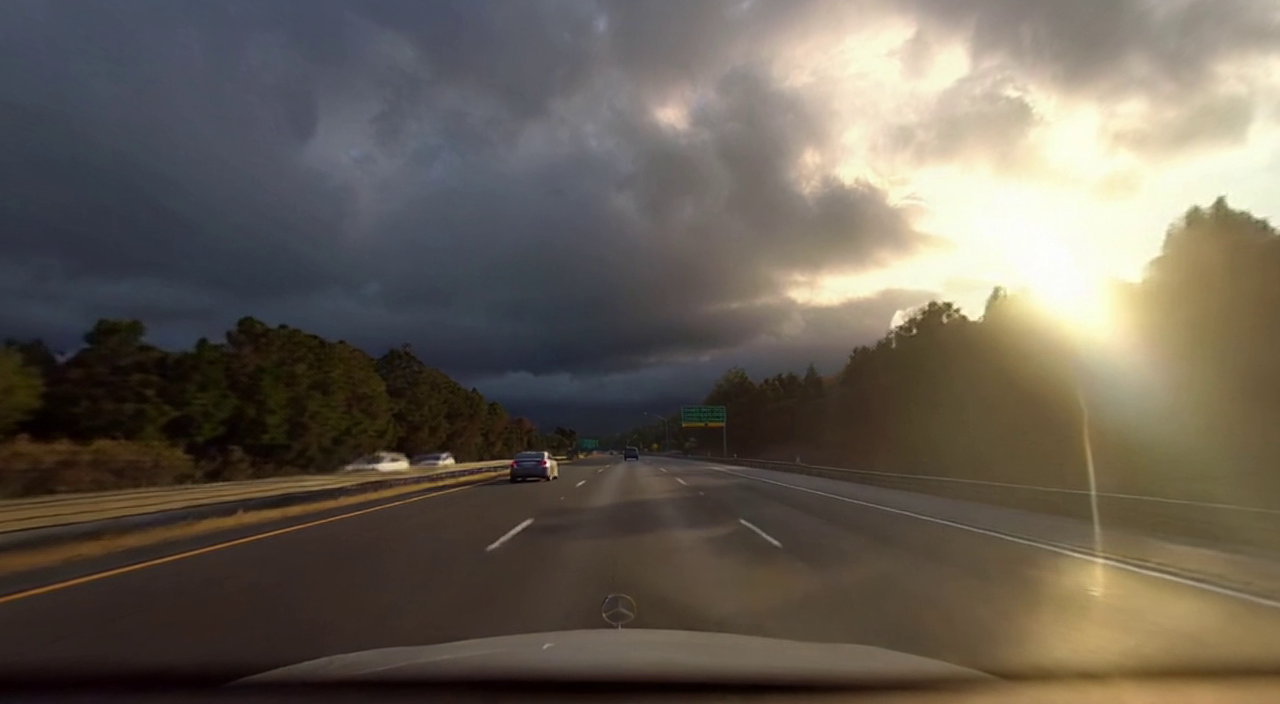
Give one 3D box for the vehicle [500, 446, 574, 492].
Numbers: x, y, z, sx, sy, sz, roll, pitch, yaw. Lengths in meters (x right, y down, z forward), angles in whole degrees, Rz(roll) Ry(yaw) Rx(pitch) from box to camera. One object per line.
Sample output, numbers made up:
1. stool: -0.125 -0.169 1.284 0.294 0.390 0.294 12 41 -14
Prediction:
1. vehicle: -3.597 4.156 22.628 1.970 1.492 3.944 0 -9 0
